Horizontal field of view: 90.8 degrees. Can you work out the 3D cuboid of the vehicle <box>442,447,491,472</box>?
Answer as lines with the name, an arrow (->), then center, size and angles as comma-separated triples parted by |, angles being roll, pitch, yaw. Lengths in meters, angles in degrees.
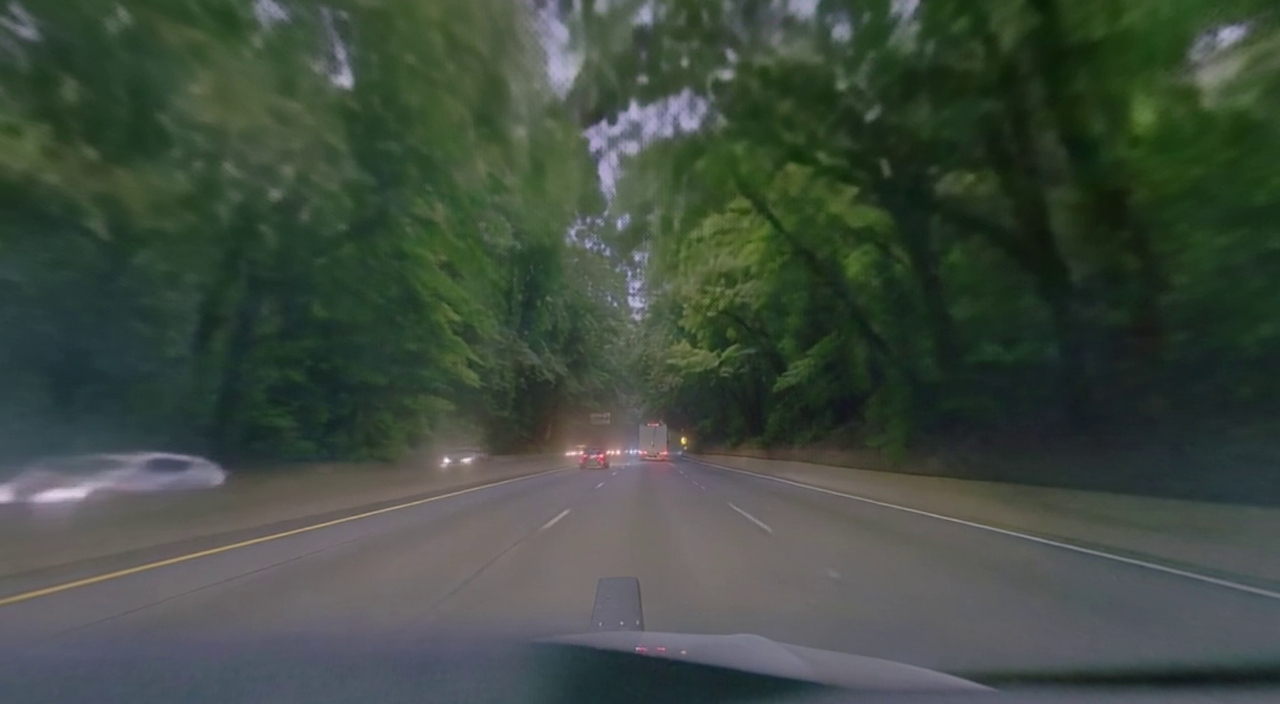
vehicle -> -11.480, 7.144, 42.035 | 1.961, 1.550, 4.218 | 0, -9, 1

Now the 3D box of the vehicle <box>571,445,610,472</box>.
vehicle -> -3.114, 6.851, 40.706 | 2.057, 1.618, 4.212 | 0, -9, 1

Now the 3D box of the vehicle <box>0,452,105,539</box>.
vehicle -> -12.031, 2.442, 10.650 | 1.841, 1.487, 4.687 | 0, -9, 1
